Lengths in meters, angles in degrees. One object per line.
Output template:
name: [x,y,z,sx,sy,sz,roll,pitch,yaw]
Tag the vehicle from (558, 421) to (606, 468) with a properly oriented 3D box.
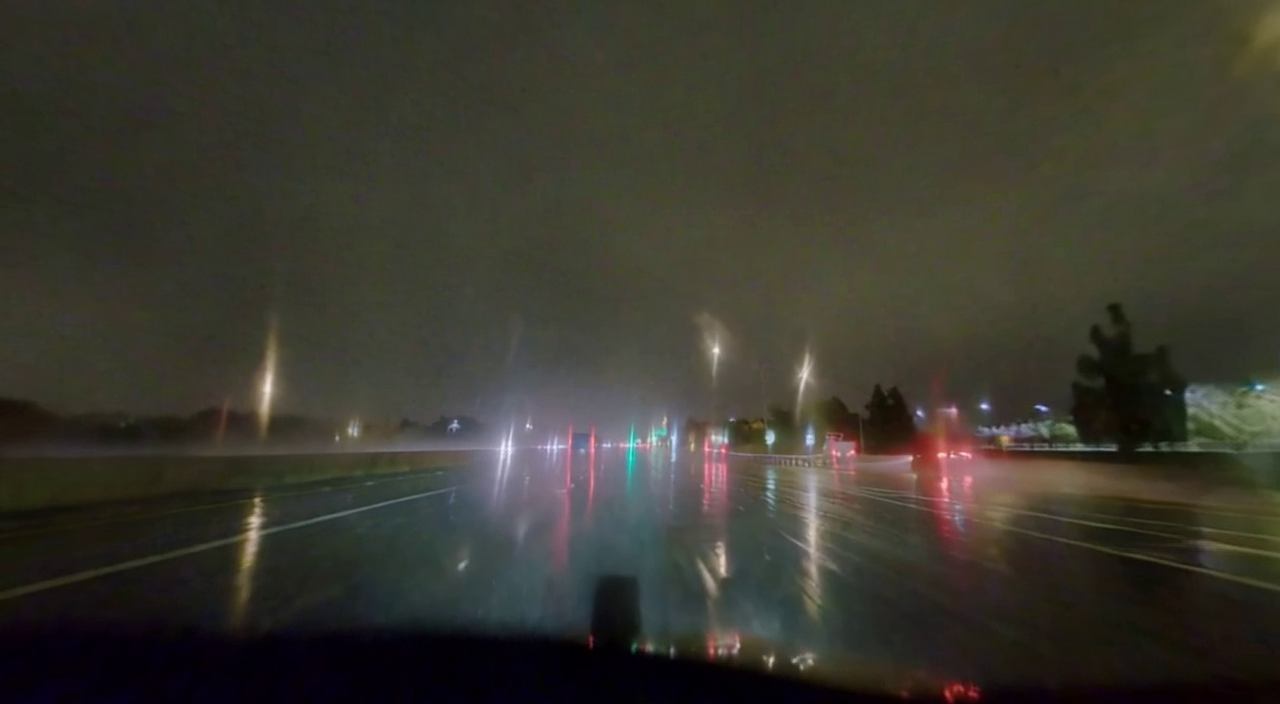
vehicle: [-3.883,6.392,43.655,2.881,2.937,7.045,0,-9,-2]
